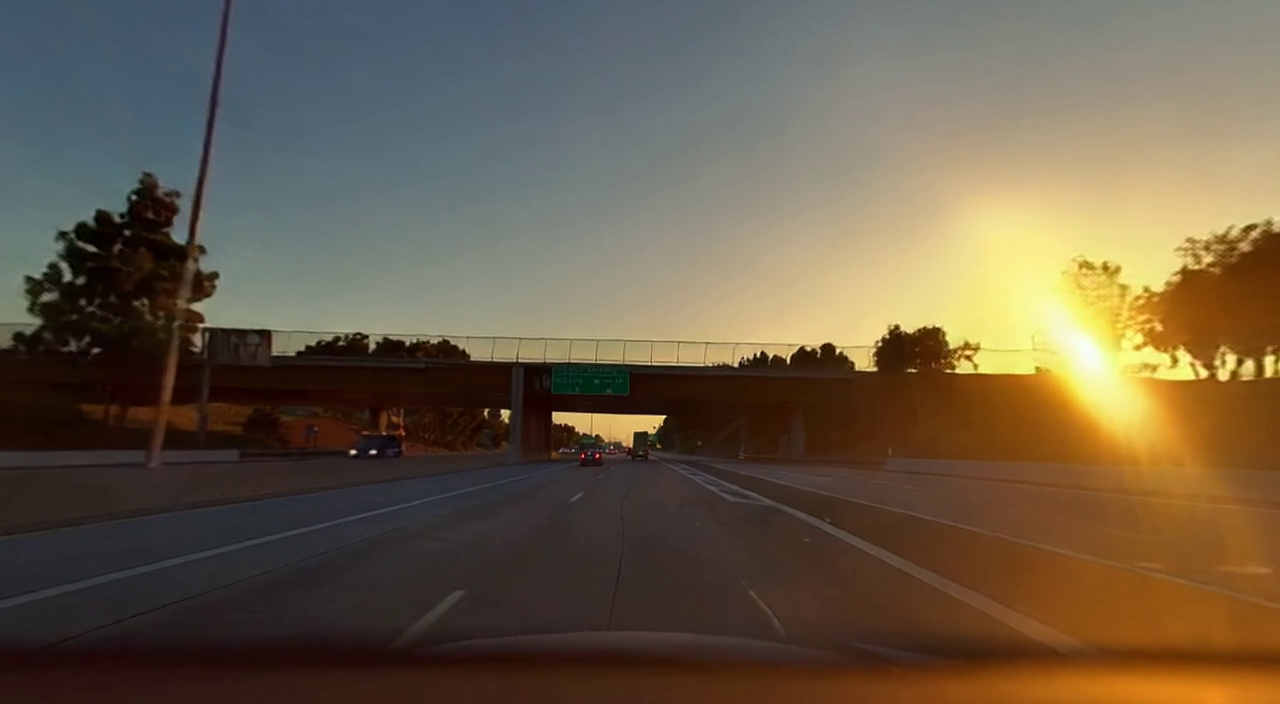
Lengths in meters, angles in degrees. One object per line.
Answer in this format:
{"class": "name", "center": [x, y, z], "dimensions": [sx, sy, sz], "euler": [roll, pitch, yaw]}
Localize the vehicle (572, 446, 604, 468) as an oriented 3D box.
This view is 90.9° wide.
{"class": "vehicle", "center": [-3.863, 7.901, 47.711], "dimensions": [2.070, 1.564, 4.145], "euler": [0, -9, 0]}
